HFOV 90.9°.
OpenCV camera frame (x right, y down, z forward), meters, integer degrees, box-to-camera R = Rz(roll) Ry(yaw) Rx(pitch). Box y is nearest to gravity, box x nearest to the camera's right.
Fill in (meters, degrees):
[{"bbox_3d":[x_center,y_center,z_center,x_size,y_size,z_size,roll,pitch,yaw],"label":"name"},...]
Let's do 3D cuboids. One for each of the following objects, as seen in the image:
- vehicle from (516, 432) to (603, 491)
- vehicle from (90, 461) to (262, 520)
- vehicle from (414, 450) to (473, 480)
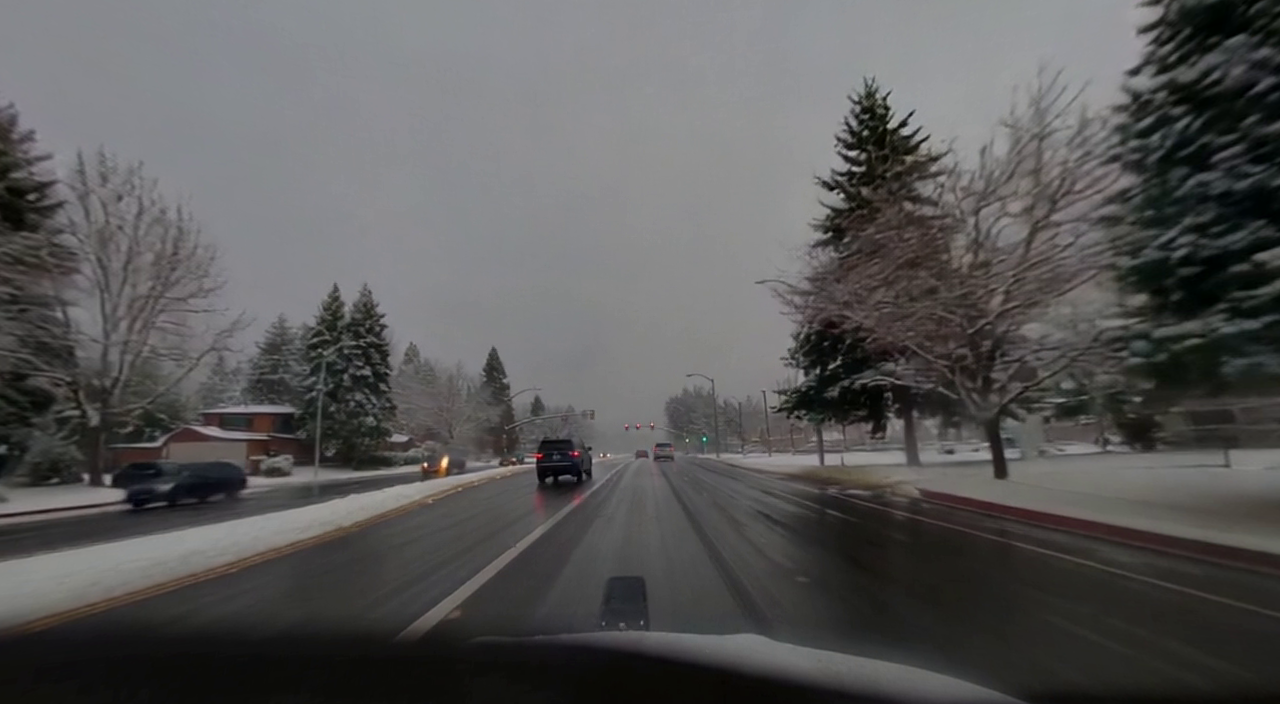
[{"bbox_3d":[-2.720,3.880,22.792,2.459,1.825,5.380,0,-8,0],"label":"vehicle"},{"bbox_3d":[-14.757,4.404,20.509,1.981,1.503,4.796,-1,-8,0],"label":"vehicle"},{"bbox_3d":[-11.633,6.694,37.673,2.061,1.631,4.502,-1,-8,0],"label":"vehicle"}]
